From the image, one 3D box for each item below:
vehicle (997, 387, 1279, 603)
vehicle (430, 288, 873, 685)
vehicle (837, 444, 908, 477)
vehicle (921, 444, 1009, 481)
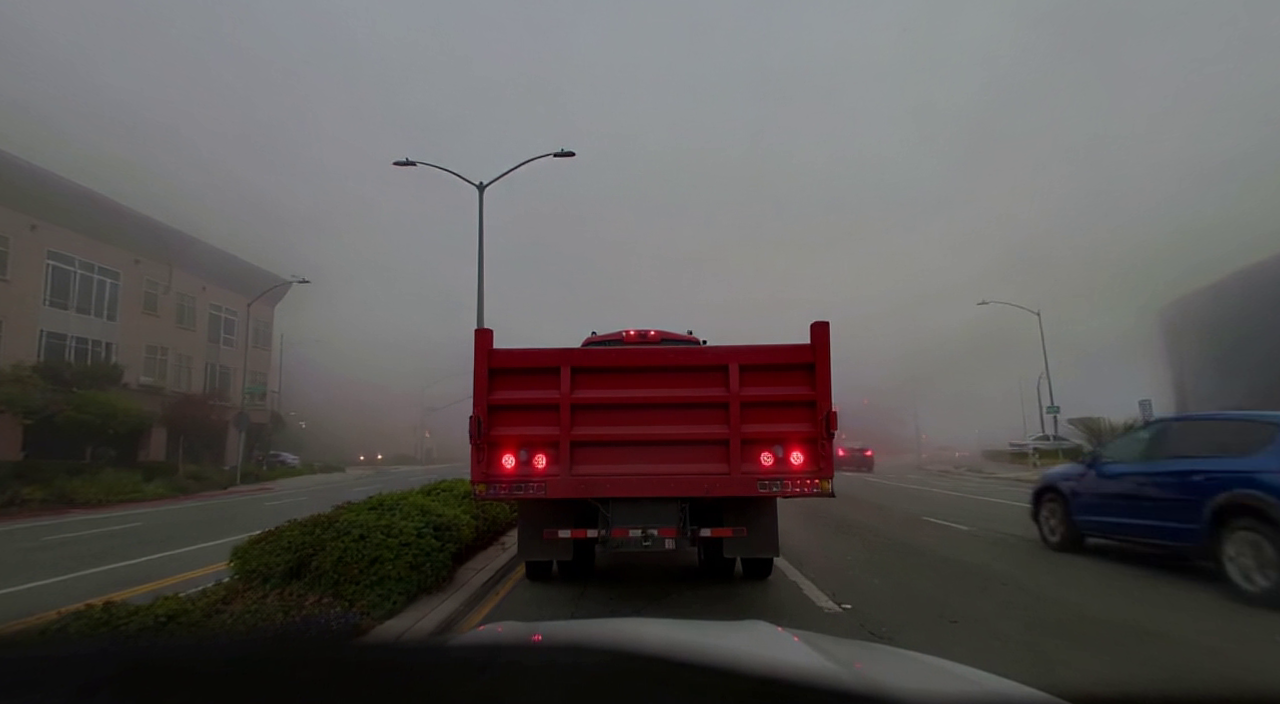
[{"bbox_3d":[6.703,1.484,7.221,2.363,1.825,4.989,-1,-8,1],"label":"vehicle"},{"bbox_3d":[0.213,1.297,7.402,2.650,2.391,7.008,-1,-8,3],"label":"vehicle"},{"bbox_3d":[11.013,5.144,30.173,1.907,1.465,4.077,-1,-8,1],"label":"vehicle"},{"bbox_3d":[14.159,4.805,27.755,1.777,1.488,4.081,-1,-8,1],"label":"vehicle"}]
